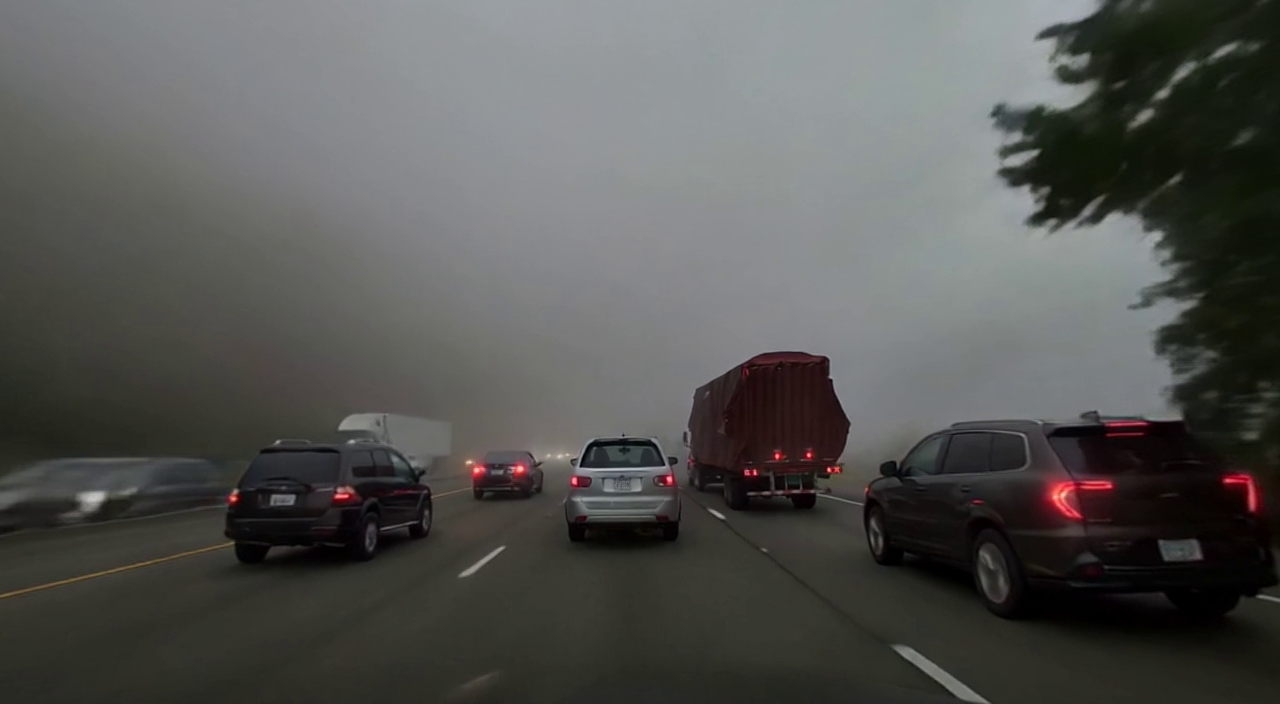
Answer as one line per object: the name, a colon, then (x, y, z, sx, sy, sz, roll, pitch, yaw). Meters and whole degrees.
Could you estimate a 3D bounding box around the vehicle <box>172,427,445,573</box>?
vehicle: (-4.331, 1.973, 9.059, 1.789, 1.620, 3.841, 0, -9, 0)

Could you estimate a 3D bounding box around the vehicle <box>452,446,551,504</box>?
vehicle: (-3.969, 3.596, 18.828, 1.923, 1.503, 4.293, 0, -9, 1)

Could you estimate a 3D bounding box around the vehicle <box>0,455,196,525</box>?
vehicle: (-12.855, 3.186, 15.021, 1.890, 1.443, 3.558, 0, -9, 0)

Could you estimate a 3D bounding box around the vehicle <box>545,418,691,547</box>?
vehicle: (-0.319, 2.172, 11.020, 2.037, 1.792, 4.194, 0, -9, 0)

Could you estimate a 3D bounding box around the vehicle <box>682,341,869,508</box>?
vehicle: (3.817, 2.956, 23.315, 3.186, 4.111, 15.553, 0, -9, -1)

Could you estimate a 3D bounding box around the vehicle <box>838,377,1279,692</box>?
vehicle: (3.679, 1.376, 5.918, 2.076, 1.751, 4.666, 0, -9, 0)
